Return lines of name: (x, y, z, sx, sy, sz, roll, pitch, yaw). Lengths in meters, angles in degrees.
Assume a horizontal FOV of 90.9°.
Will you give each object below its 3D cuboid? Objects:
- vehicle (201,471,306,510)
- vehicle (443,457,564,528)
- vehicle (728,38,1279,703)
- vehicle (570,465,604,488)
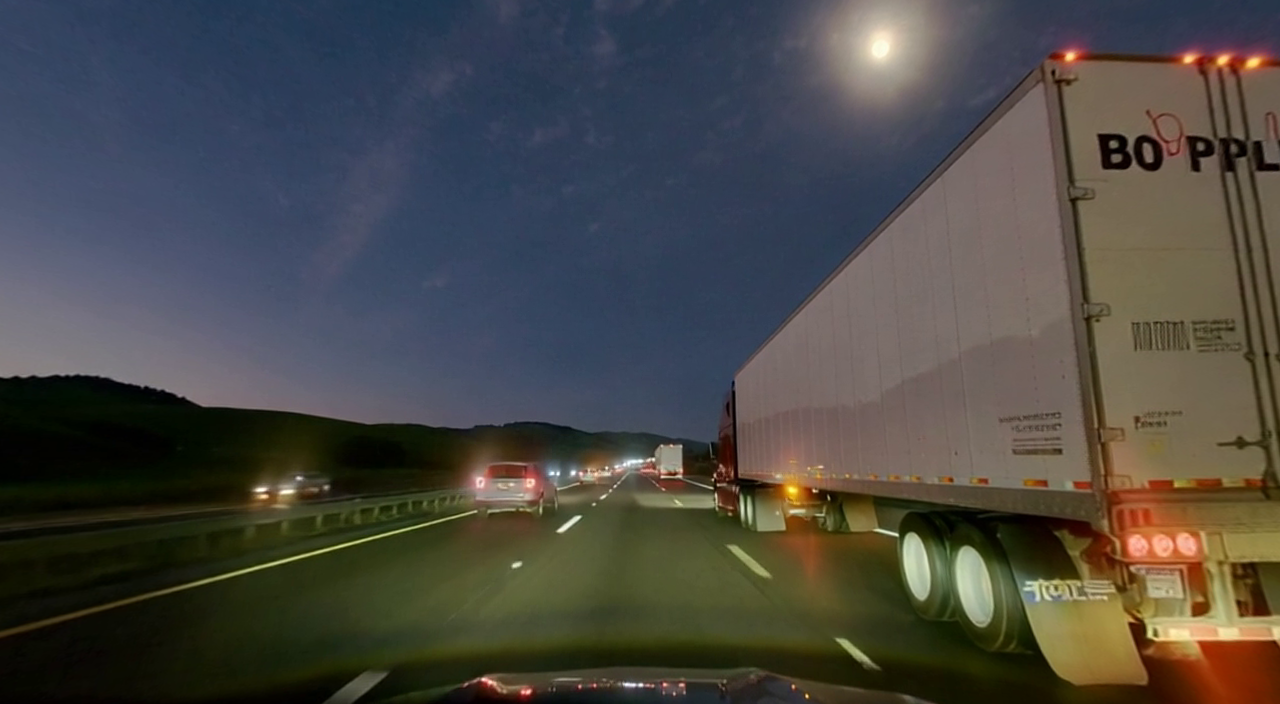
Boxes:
vehicle: (-15.769, 5.638, 25.955, 1.783, 1.448, 3.956, 1, -11, 0)
vehicle: (-3.255, 3.475, 15.967, 2.021, 1.505, 4.286, 1, -11, 1)
vehicle: (3.969, 1.305, 10.565, 2.839, 4.062, 14.051, 1, -11, -1)
vehicle: (-3.995, 9.496, 48.142, 2.088, 1.566, 4.853, 1, -11, 1)
